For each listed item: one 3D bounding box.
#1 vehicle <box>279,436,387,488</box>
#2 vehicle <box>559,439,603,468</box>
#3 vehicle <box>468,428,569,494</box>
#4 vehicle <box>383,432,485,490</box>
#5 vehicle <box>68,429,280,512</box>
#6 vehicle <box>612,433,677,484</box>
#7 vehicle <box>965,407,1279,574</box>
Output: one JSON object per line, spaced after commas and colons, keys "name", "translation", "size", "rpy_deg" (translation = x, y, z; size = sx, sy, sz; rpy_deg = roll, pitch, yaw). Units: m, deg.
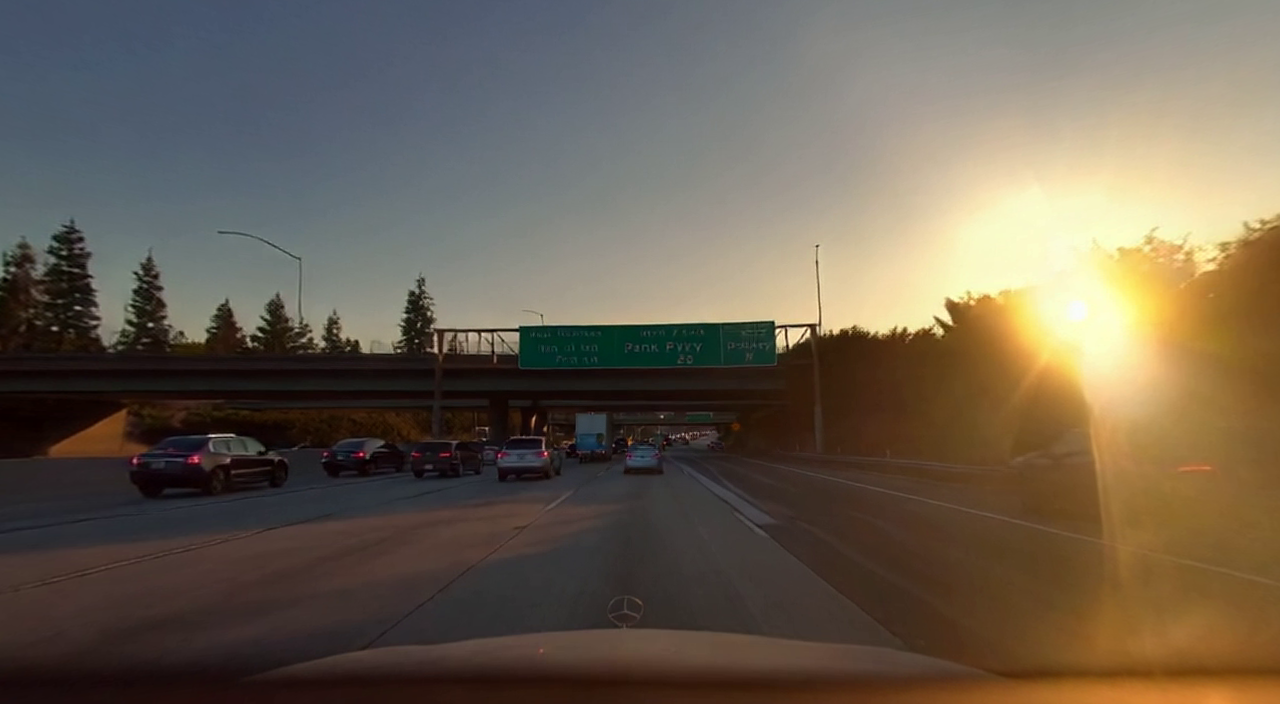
{"name": "vehicle", "translation": [-10.918, 3.921, 22.768], "size": [1.863, 1.696, 3.885], "rpy_deg": [0, -8, 1]}
{"name": "vehicle", "translation": [-3.619, 6.320, 39.515], "size": [2.243, 1.683, 4.178], "rpy_deg": [0, -8, 1]}
{"name": "vehicle", "translation": [-3.619, 3.359, 19.798], "size": [2.125, 1.792, 4.466], "rpy_deg": [0, -8, 2]}
{"name": "vehicle", "translation": [-6.917, 3.695, 21.668], "size": [1.998, 1.770, 4.222], "rpy_deg": [0, -8, 1]}
{"name": "vehicle", "translation": [-11.175, 2.842, 15.628], "size": [1.871, 1.747, 4.342], "rpy_deg": [0, -8, 0]}
{"name": "vehicle", "translation": [0.173, 3.882, 23.293], "size": [2.180, 1.716, 3.920], "rpy_deg": [0, -8, 1]}
{"name": "vehicle", "translation": [6.719, 1.770, 8.857], "size": [2.026, 1.718, 4.522], "rpy_deg": [0, -8, 2]}
